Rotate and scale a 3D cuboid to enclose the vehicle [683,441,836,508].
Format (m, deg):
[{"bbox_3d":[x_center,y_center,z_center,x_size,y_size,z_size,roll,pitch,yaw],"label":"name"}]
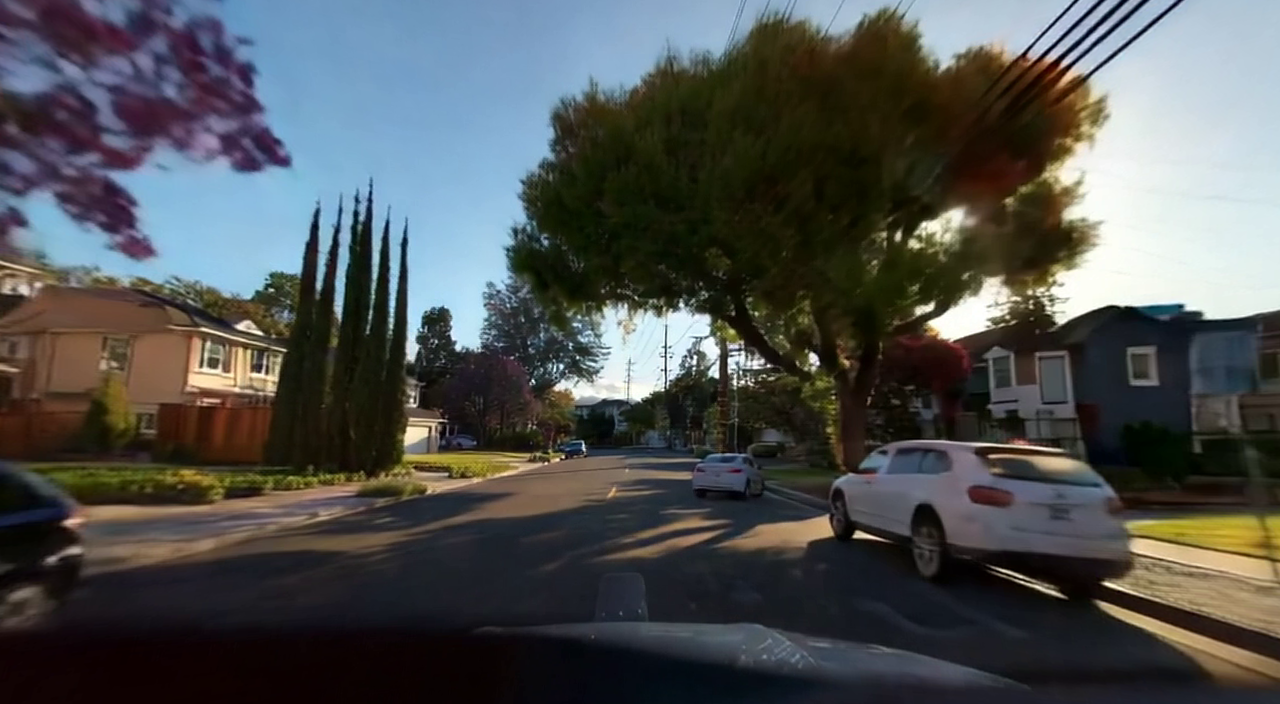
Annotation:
[{"bbox_3d":[3.204,3.024,16.187,2.075,1.449,4.526,-6,-10,35],"label":"vehicle"}]

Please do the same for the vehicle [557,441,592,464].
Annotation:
[{"bbox_3d":[-4.741,7.336,46.398,1.938,1.508,4.481,0,-7,1],"label":"vehicle"}]

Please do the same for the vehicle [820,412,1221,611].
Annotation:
[{"bbox_3d":[3.880,1.688,7.649,2.103,1.679,4.386,0,-8,0],"label":"vehicle"}]

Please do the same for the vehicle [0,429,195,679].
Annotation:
[{"bbox_3d":[-4.693,1.054,2.850,1.810,1.446,4.668,-1,-9,3],"label":"vehicle"}]
